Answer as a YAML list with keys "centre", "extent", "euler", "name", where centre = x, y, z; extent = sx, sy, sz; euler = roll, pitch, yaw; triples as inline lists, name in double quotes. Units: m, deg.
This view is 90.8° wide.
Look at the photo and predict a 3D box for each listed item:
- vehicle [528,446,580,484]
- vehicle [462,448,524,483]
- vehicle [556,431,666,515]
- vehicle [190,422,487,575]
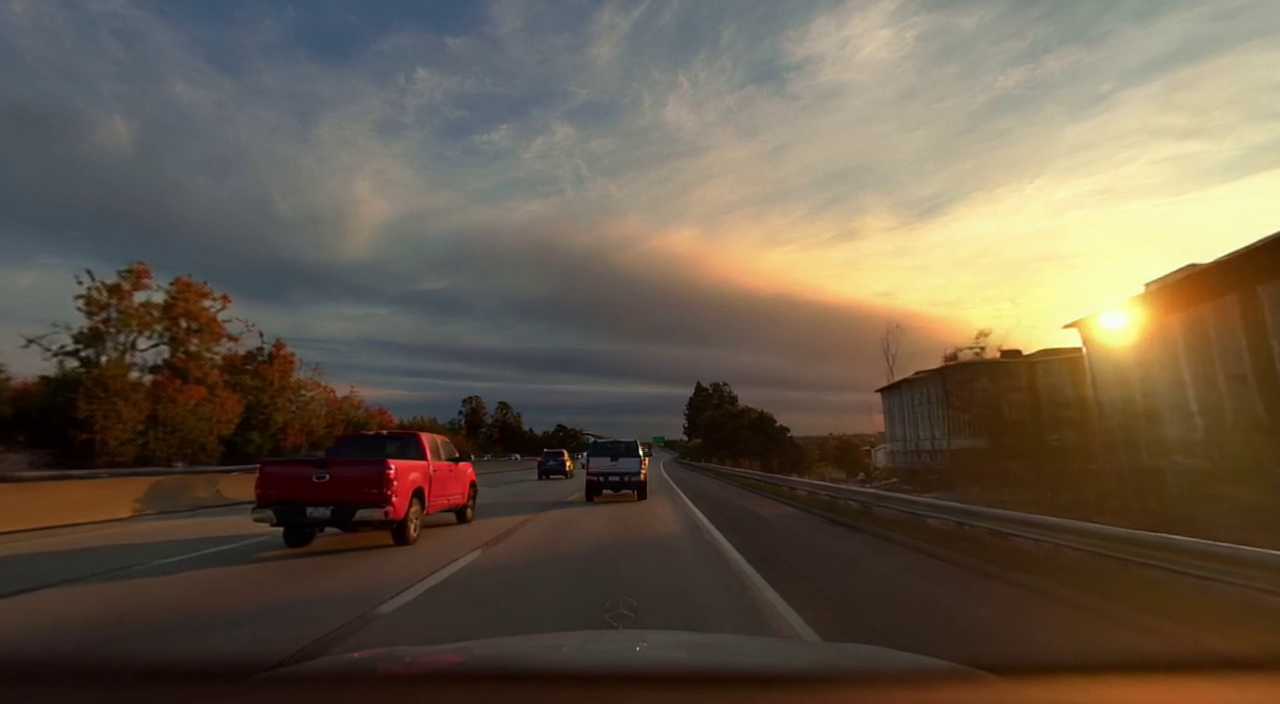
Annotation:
- centre: [-4.361, 5.771, 32.659]
  extent: [1.991, 1.776, 4.333]
  euler: [0, -8, 1]
  name: "vehicle"
- centre: [-7.837, 6.074, 34.169]
  extent: [2.115, 1.705, 4.843]
  euler: [0, -8, 1]
  name: "vehicle"
- centre: [-0.566, 2.867, 15.474]
  extent: [2.293, 1.753, 4.380]
  euler: [0, -8, 1]
  name: "vehicle"
- centre: [-4.020, 2.031, 9.744]
  extent: [2.038, 1.704, 5.181]
  euler: [0, -8, 0]
  name: "vehicle"
